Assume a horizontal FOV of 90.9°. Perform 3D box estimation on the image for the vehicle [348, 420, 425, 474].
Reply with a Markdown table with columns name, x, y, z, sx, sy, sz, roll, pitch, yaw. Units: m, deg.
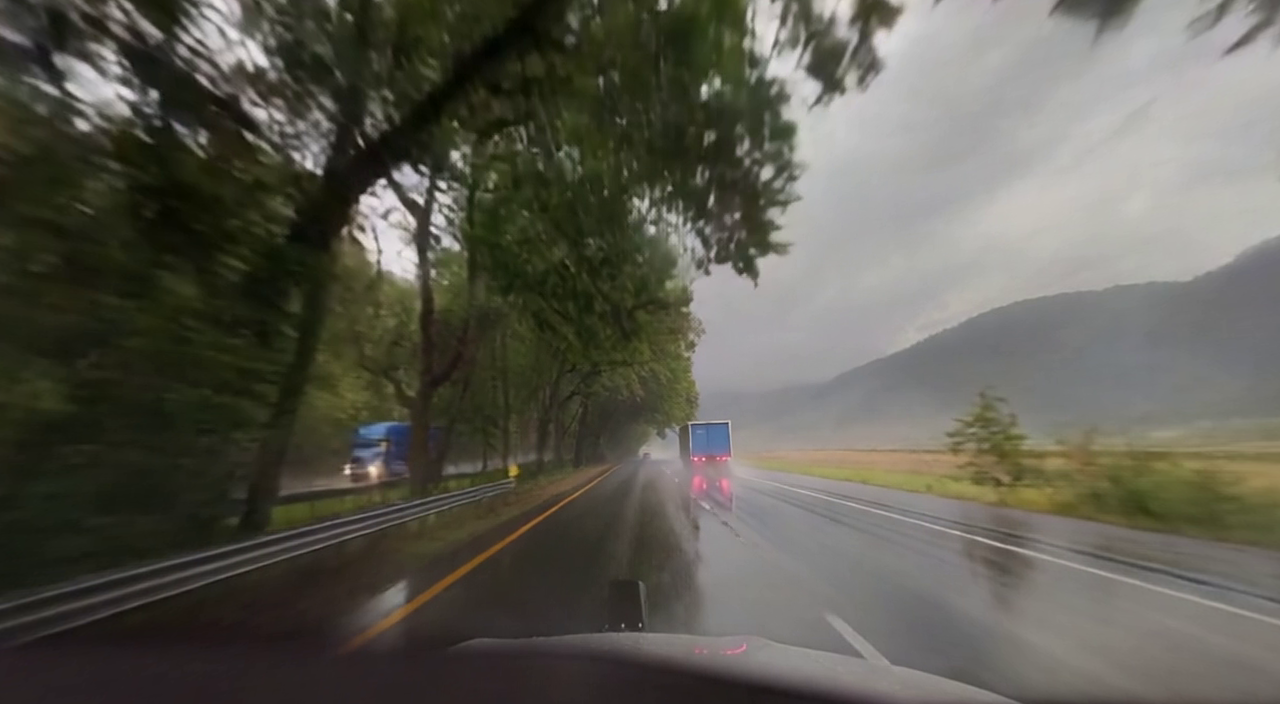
| name | x | y | z | sx | sy | sz | roll | pitch | yaw |
| --- | --- | --- | --- | --- | --- | --- | --- | --- | --- |
| vehicle | -18.436 | 6.989 | 46.343 | 3.021 | 3.652 | 5.902 | 0 | -9 | 1 |

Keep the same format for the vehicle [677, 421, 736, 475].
| name | x | y | z | sx | sy | sz | roll | pitch | yaw |
| --- | --- | --- | --- | --- | --- | --- | --- | --- | --- |
| vehicle | 3.655 | 5.472 | 35.883 | 2.572 | 2.795 | 5.978 | 0 | -9 | -1 |
